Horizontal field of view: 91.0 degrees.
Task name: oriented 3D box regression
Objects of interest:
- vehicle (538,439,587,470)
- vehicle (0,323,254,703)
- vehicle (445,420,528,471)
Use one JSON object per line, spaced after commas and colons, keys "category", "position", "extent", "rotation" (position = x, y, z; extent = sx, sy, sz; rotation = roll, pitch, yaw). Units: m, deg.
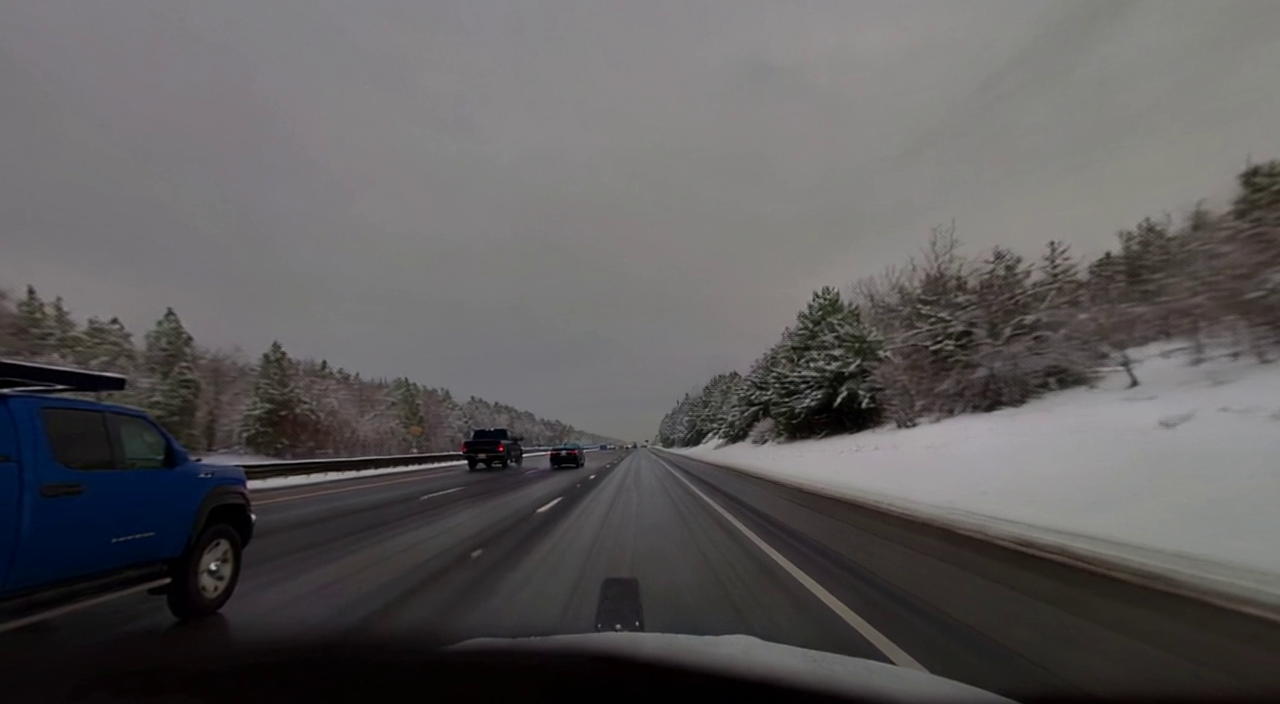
{"category": "vehicle", "position": [-4.012, 5.408, 33.304], "extent": [2.012, 1.509, 4.359], "rotation": [0, -9, 1]}
{"category": "vehicle", "position": [-4.009, 0.659, 2.059], "extent": [2.200, 1.807, 5.041], "rotation": [0, -9, 1]}
{"category": "vehicle", "position": [-7.521, 4.702, 31.593], "extent": [2.594, 2.254, 6.028], "rotation": [0, -9, 0]}
